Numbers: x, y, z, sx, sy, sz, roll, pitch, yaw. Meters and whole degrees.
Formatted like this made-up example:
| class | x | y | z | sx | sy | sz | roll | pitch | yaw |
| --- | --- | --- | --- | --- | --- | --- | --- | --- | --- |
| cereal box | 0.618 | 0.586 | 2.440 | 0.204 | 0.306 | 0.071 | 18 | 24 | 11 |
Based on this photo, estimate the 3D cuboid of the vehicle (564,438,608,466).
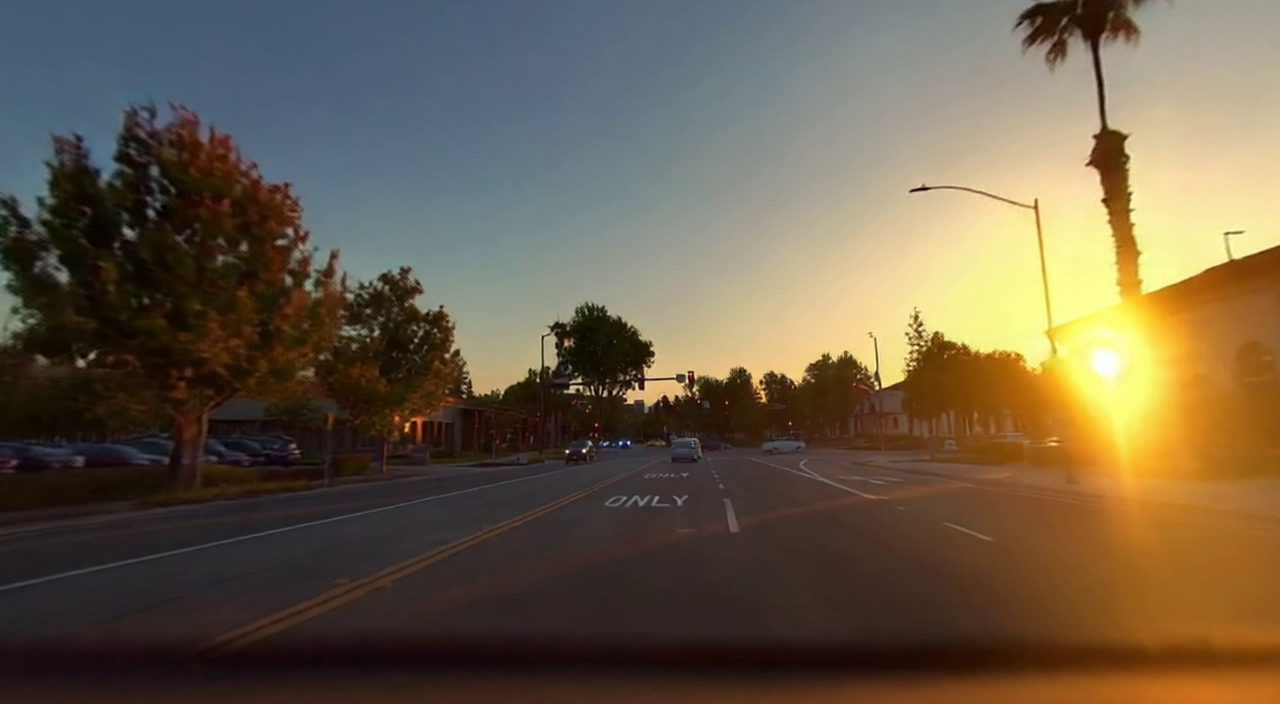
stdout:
| class | x | y | z | sx | sy | sz | roll | pitch | yaw |
| --- | --- | --- | --- | --- | --- | --- | --- | --- | --- |
| vehicle | -4.002 | 7.568 | 47.629 | 2.366 | 1.941 | 5.823 | -1 | -9 | 4 |
